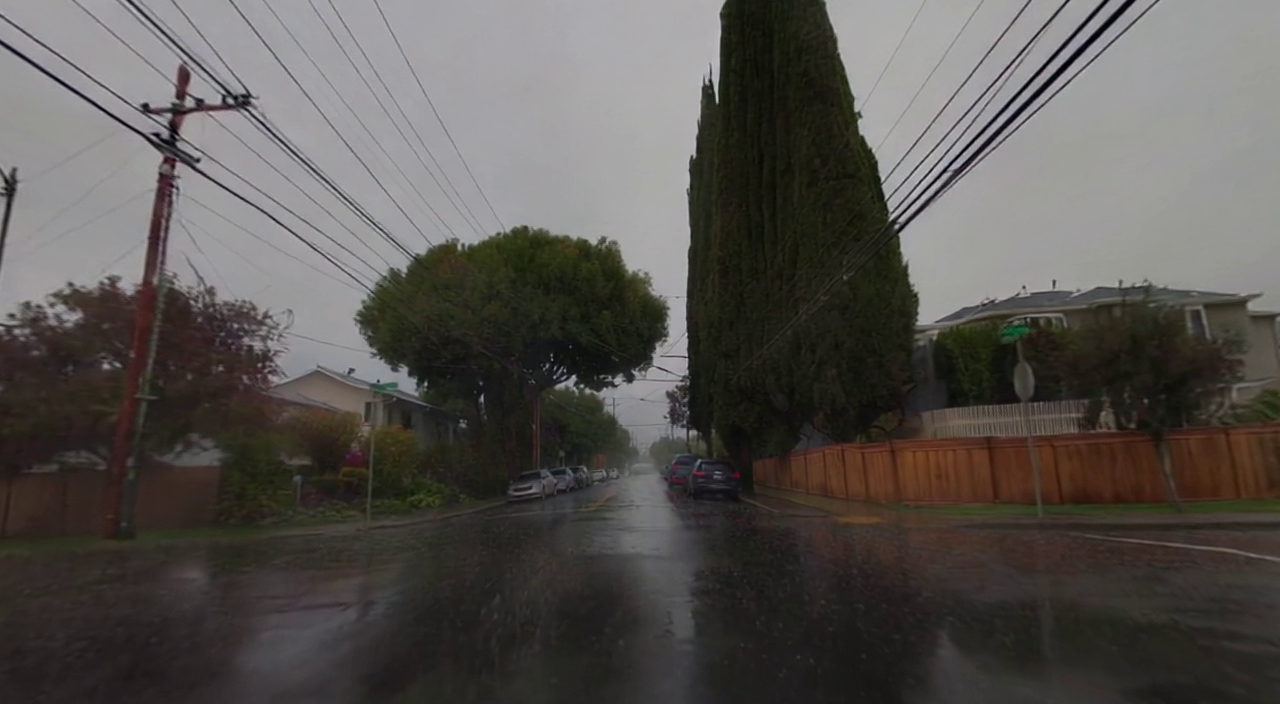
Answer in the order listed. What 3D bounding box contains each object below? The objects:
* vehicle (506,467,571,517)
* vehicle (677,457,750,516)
[{"bbox_3d":[-4.262,5.949,27.294,2.189,1.771,4.571,0,-8,-2],"label":"vehicle"},{"bbox_3d":[2.624,4.952,23.789,2.051,1.874,4.459,0,-8,-2],"label":"vehicle"}]
